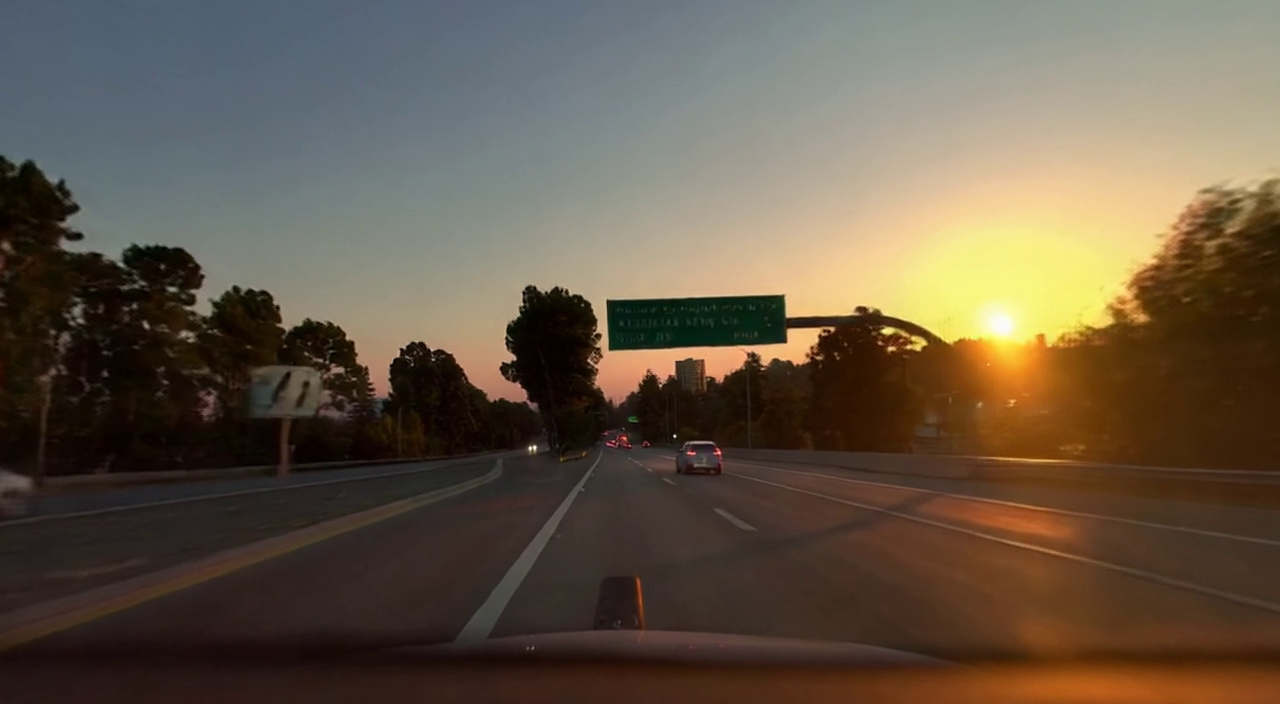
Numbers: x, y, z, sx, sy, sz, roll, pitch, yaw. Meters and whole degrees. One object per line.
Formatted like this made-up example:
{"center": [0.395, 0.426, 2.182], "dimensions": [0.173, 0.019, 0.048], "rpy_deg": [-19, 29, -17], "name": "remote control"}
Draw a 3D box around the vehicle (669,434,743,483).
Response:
{"center": [2.446, 4.098, 24.523], "dimensions": [2.066, 1.683, 4.675], "rpy_deg": [0, -9, -4], "name": "vehicle"}
